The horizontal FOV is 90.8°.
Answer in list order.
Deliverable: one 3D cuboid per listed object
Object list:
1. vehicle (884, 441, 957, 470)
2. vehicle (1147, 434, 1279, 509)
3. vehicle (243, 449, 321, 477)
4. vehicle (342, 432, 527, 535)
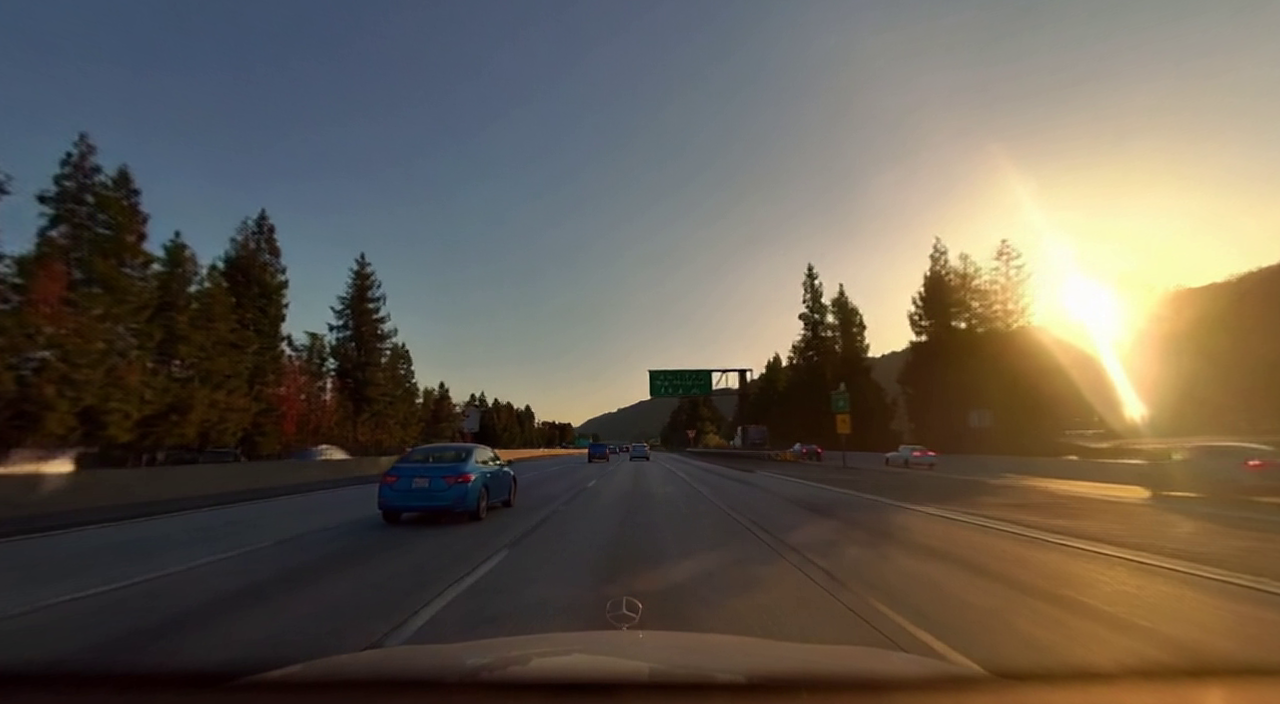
[{"bbox_3d":[15.107,5.606,34.342,1.873,1.463,4.937,0,-9,2],"label":"vehicle"},{"bbox_3d":[13.946,2.557,13.716,1.940,1.496,4.992,-1,-9,4],"label":"vehicle"},{"bbox_3d":[-20.770,6.418,36.918,1.869,1.522,4.536,0,-9,0],"label":"vehicle"},{"bbox_3d":[-3.508,2.318,11.735,2.020,1.554,4.137,0,-9,0],"label":"vehicle"}]
